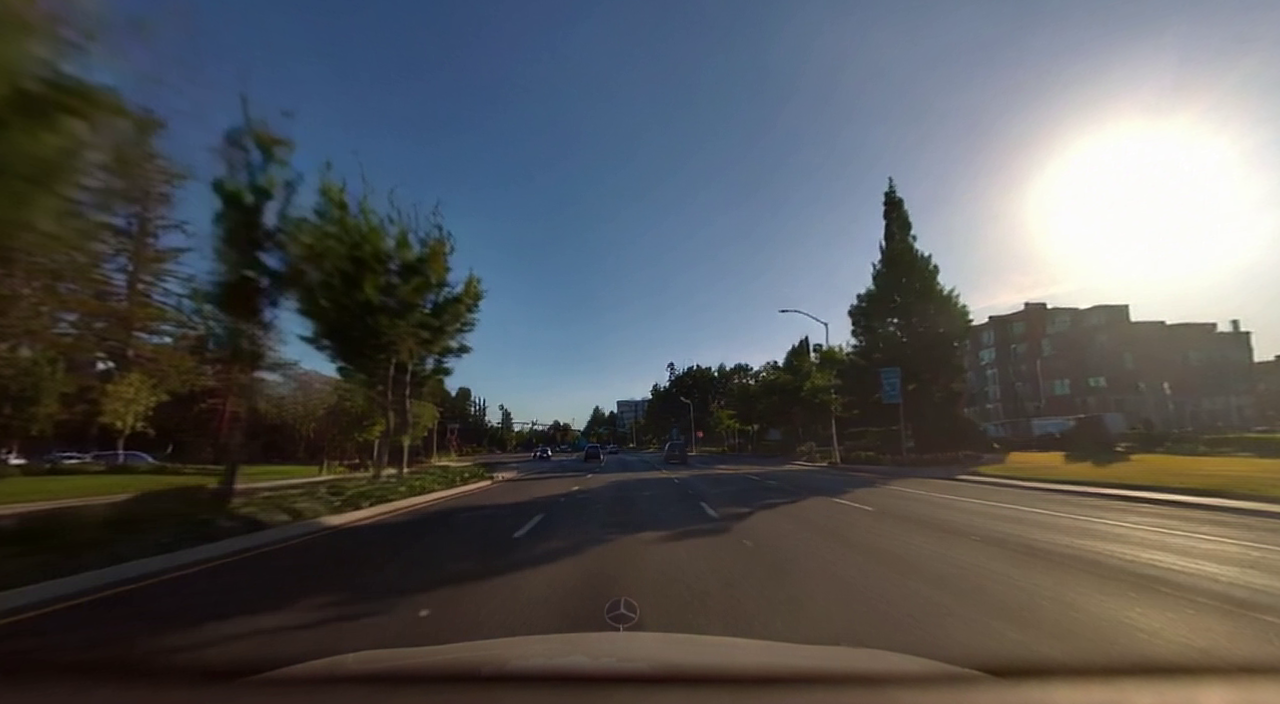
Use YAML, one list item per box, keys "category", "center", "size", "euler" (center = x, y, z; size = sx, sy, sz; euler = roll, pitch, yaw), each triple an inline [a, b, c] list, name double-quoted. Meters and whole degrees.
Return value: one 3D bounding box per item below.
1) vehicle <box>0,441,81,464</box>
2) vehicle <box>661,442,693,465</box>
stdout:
- category: "vehicle"
  center: [-44.517, 7.456, 46.823]
  size: [4.131, 1.521, 1.901]
  euler: [-2, -10, -4]
- category: "vehicle"
  center: [2.816, 7.788, 48.652]
  size: [2.072, 1.696, 4.177]
  euler: [0, -9, -2]
